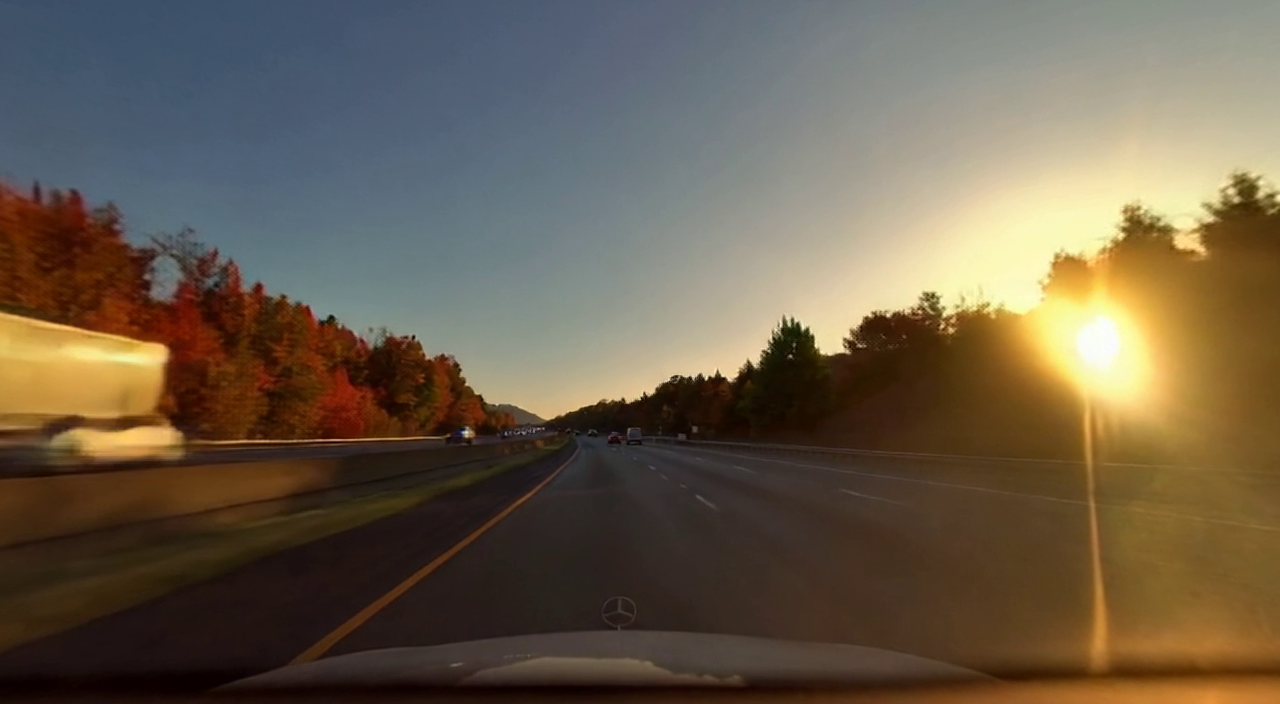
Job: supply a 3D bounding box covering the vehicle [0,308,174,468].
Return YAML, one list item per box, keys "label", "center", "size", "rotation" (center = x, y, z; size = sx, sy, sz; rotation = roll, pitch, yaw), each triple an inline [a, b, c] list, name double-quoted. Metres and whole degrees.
- label: "vehicle"
  center: [-18.031, 0.834, 15.477]
  size: [2.967, 4.106, 14.224]
  rotation: [0, -8, -3]

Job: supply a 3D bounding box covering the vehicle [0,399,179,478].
- label: "vehicle"
  center: [-13.507, 2.018, 14.749]
  size: [1.926, 1.561, 4.710]
  rotation: [0, -8, -2]
